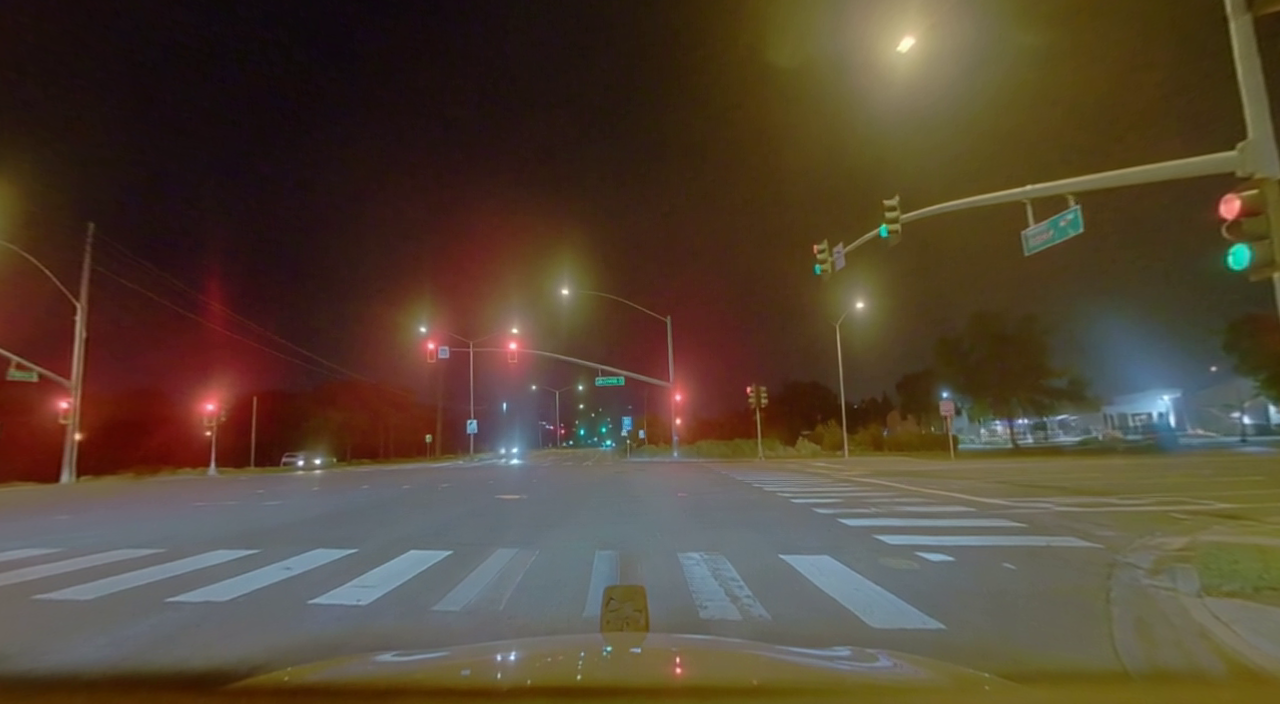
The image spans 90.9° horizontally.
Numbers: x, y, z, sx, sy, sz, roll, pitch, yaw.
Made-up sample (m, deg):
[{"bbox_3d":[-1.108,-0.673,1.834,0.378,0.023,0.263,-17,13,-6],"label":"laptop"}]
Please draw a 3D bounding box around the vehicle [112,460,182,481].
[{"bbox_3d":[-35.894,8.614,45.934,3.681,1.423,1.680,-1,-8,-1],"label":"vehicle"}]

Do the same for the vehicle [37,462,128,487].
[{"bbox_3d":[-36.154,7.924,40.933,4.241,1.413,1.673,-1,-8,-2],"label":"vehicle"}]
